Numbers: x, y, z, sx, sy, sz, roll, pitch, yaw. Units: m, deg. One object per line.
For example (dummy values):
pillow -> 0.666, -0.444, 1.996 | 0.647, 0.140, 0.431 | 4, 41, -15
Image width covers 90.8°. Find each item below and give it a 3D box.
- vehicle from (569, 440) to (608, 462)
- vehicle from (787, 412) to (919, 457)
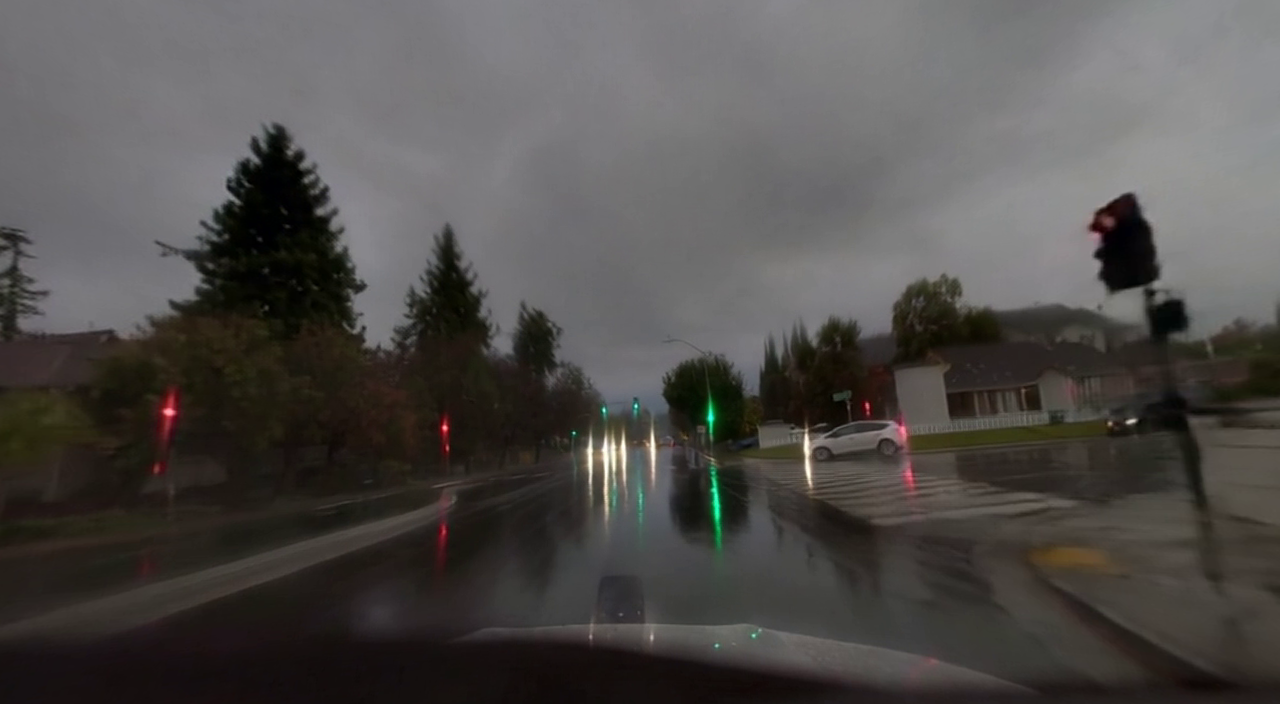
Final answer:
vehicle -> -3.652, 7.143, 45.616 | 2.078, 1.467, 4.376 | -1, -8, 5
vehicle -> 8.736, 3.466, 26.203 | 4.906, 1.729, 2.414 | -3, -9, 18
